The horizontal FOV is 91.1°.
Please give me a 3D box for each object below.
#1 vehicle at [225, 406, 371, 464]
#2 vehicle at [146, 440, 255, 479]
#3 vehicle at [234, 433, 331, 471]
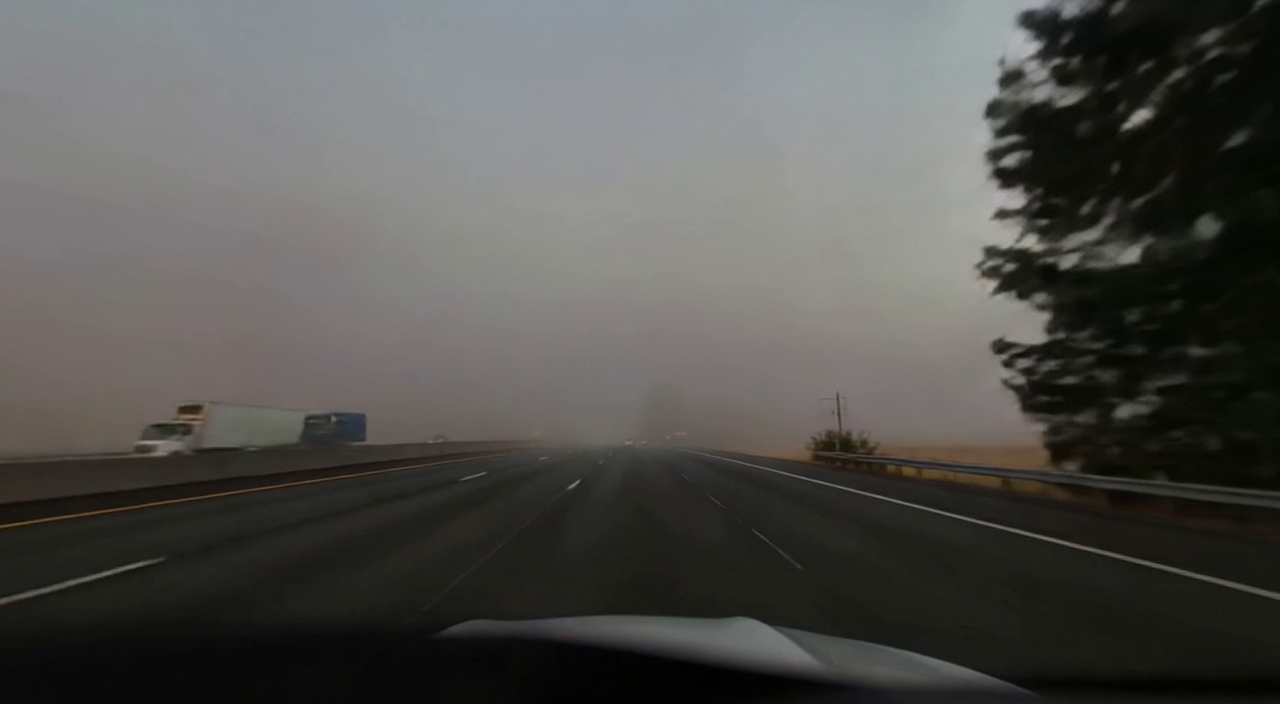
[{"bbox_3d":[-23.690,5.957,44.990,3.162,3.528,13.512,0,-8,-1],"label":"vehicle"},{"bbox_3d":[-19.467,4.742,28.120,1.882,1.540,4.180,0,-8,-1],"label":"vehicle"},{"bbox_3d":[-15.948,4.459,28.343,1.909,1.534,4.298,0,-8,-2],"label":"vehicle"}]
